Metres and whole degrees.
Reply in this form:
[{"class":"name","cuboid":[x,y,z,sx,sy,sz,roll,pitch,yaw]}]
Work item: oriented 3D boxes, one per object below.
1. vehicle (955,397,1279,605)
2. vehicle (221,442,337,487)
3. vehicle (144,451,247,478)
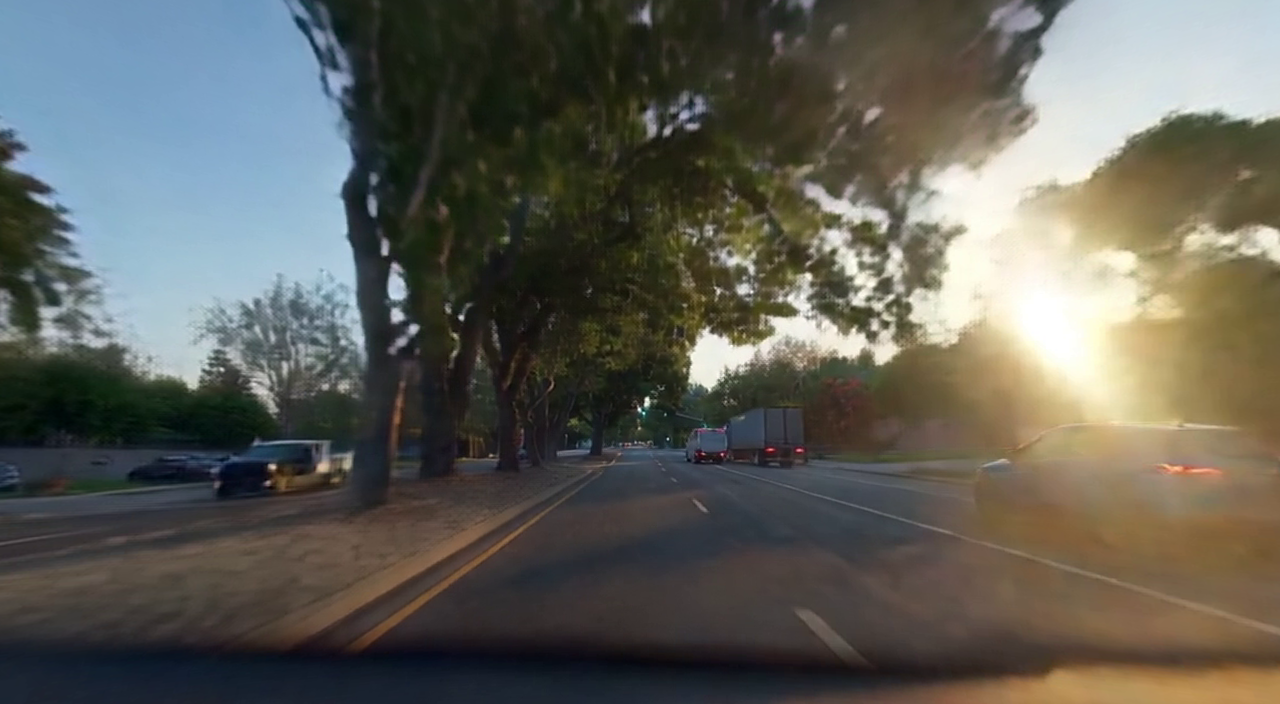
[{"class":"vehicle","cuboid":[6.111,1.602,7.765,2.012,1.754,4.635,0,-8,-1]},{"class":"vehicle","cuboid":[-15.244,4.761,27.072,2.063,1.718,4.905,0,-8,0]},{"class":"vehicle","cuboid":[-24.992,6.336,35.621,4.461,1.452,1.855,-1,-8,3]}]
